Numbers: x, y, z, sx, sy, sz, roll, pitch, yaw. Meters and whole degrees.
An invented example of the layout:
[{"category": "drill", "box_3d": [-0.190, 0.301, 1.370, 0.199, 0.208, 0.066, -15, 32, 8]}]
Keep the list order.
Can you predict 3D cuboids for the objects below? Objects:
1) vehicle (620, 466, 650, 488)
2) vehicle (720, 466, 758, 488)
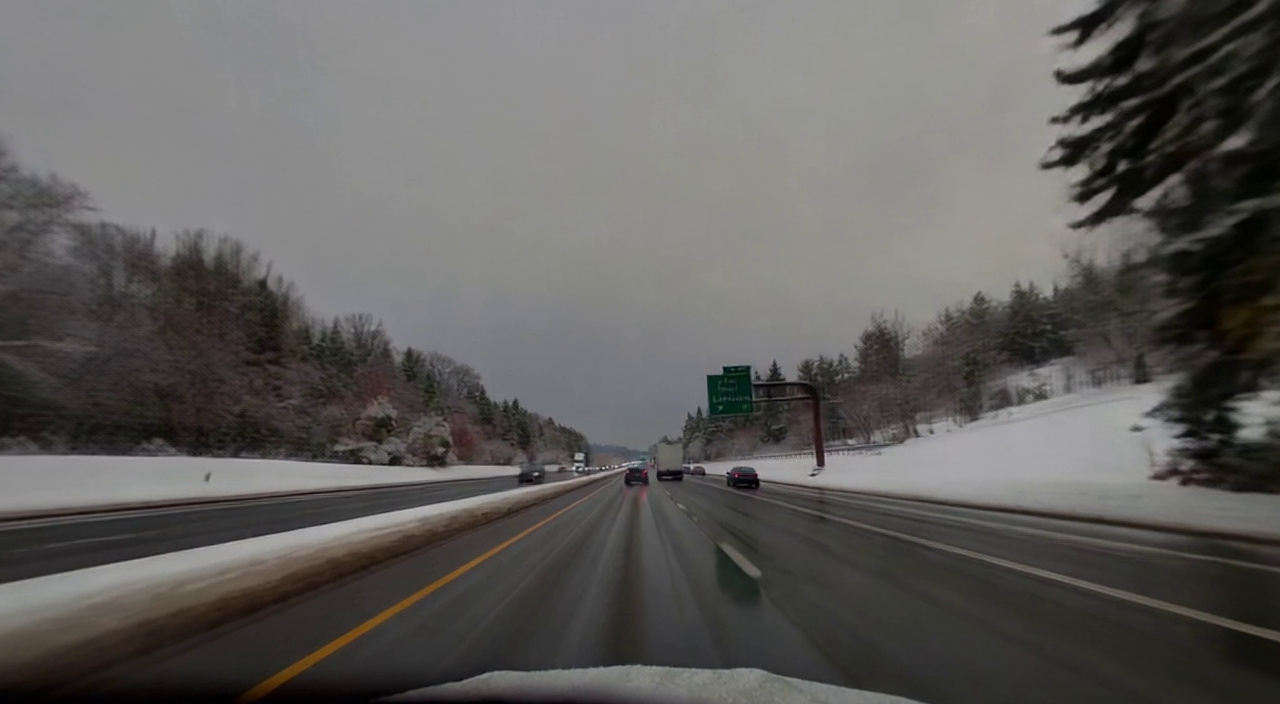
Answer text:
[{"category": "vehicle", "box_3d": [-0.358, 8.849, 44.772, 2.025, 1.452, 3.927, 1, -10, -1]}, {"category": "vehicle", "box_3d": [7.350, 9.355, 47.196, 1.977, 1.494, 4.311, 1, -10, -2]}]
